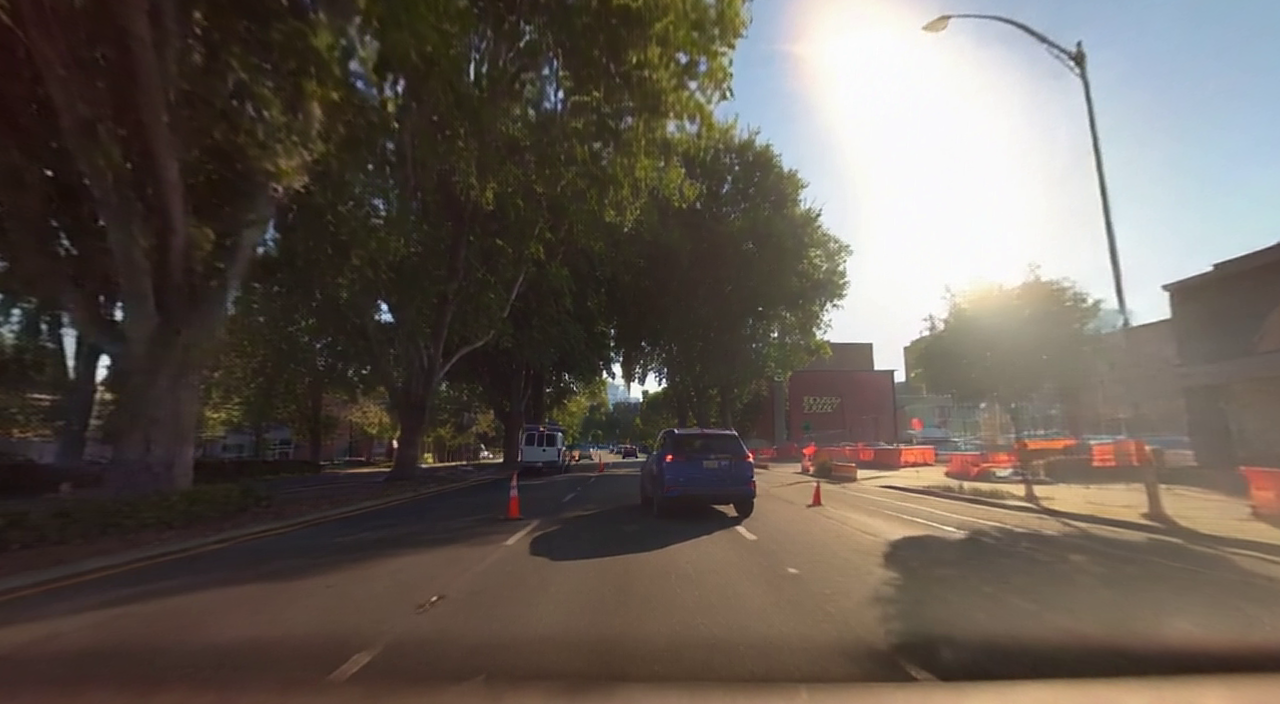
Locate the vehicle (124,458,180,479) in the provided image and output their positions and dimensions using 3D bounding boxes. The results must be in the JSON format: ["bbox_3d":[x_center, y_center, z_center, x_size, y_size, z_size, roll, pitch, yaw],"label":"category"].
[{"bbox_3d":[-38.455,9.147,49.875,1.821,1.463,4.434,2,-9,-15],"label":"vehicle"}]

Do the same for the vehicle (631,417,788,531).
[{"bbox_3d":[1.042,2.180,11.879,2.168,1.725,4.192,0,-8,-4],"label":"vehicle"}]

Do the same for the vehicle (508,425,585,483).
[{"bbox_3d":[-3.613,4.106,25.651,2.357,2.063,5.488,0,-8,-1],"label":"vehicle"}]
